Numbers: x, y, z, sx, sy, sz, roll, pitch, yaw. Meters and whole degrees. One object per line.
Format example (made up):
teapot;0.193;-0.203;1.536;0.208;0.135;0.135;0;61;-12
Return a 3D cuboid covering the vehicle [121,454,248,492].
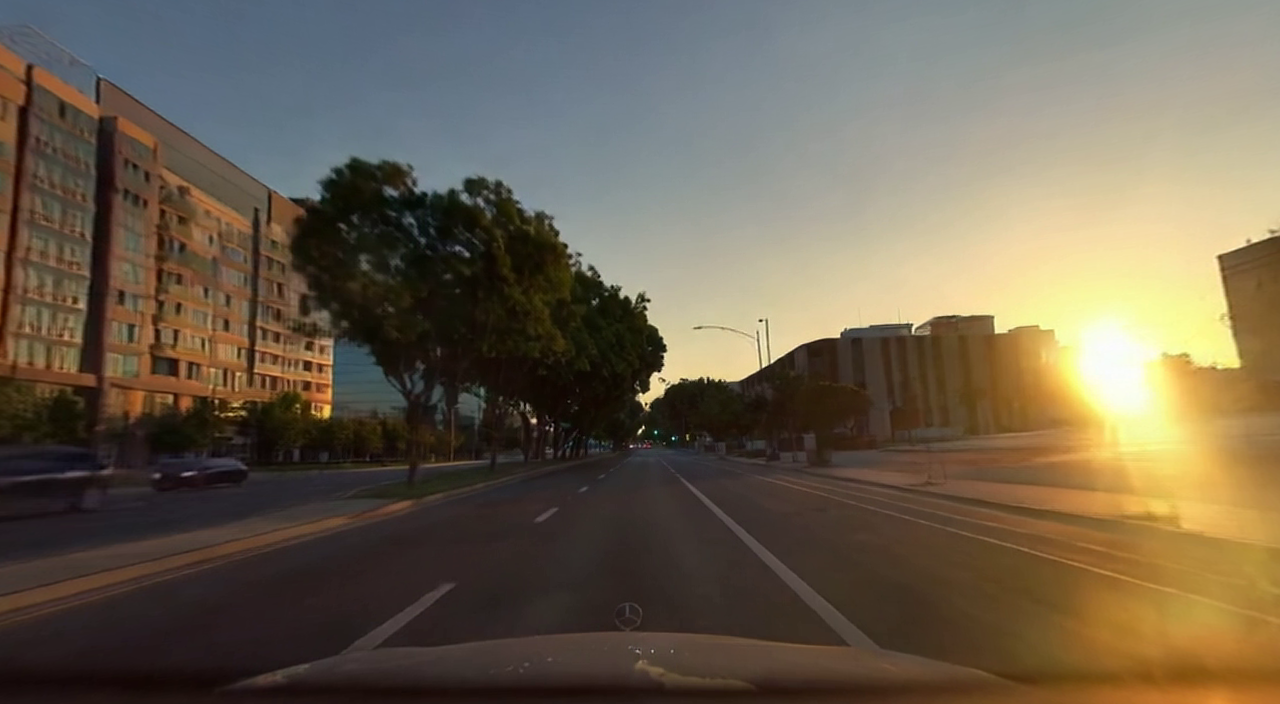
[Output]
vehicle;-19.304;5.118;26.944;1.832;1.432;4.855;0;-9;0

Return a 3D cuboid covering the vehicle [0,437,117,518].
vehicle;-14.731;2.795;14.066;1.936;1.718;4.643;0;-8;1
